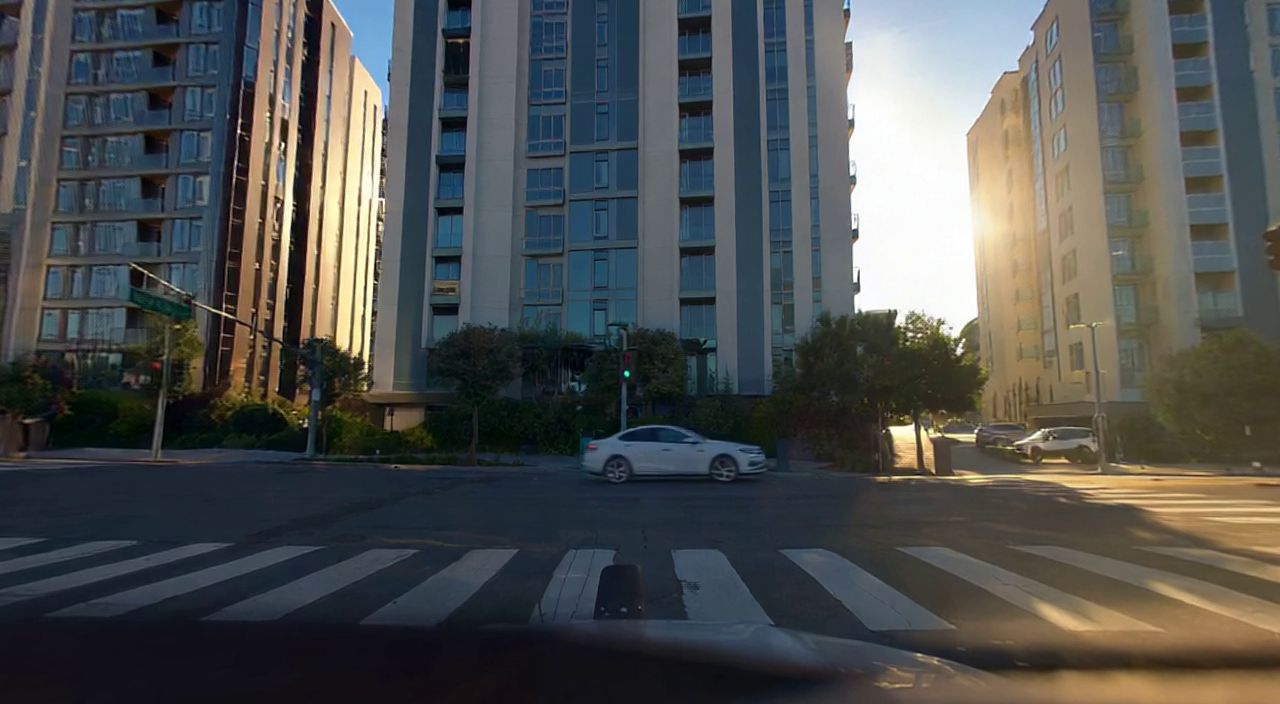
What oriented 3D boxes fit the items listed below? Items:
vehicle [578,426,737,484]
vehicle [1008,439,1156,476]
[{"bbox_3d":[0.554,3.396,20.930,4.980,1.792,2.042,0,-9,1],"label":"vehicle"},{"bbox_3d":[18.592,4.455,26.700,4.823,1.458,1.914,0,-9,-1],"label":"vehicle"}]
